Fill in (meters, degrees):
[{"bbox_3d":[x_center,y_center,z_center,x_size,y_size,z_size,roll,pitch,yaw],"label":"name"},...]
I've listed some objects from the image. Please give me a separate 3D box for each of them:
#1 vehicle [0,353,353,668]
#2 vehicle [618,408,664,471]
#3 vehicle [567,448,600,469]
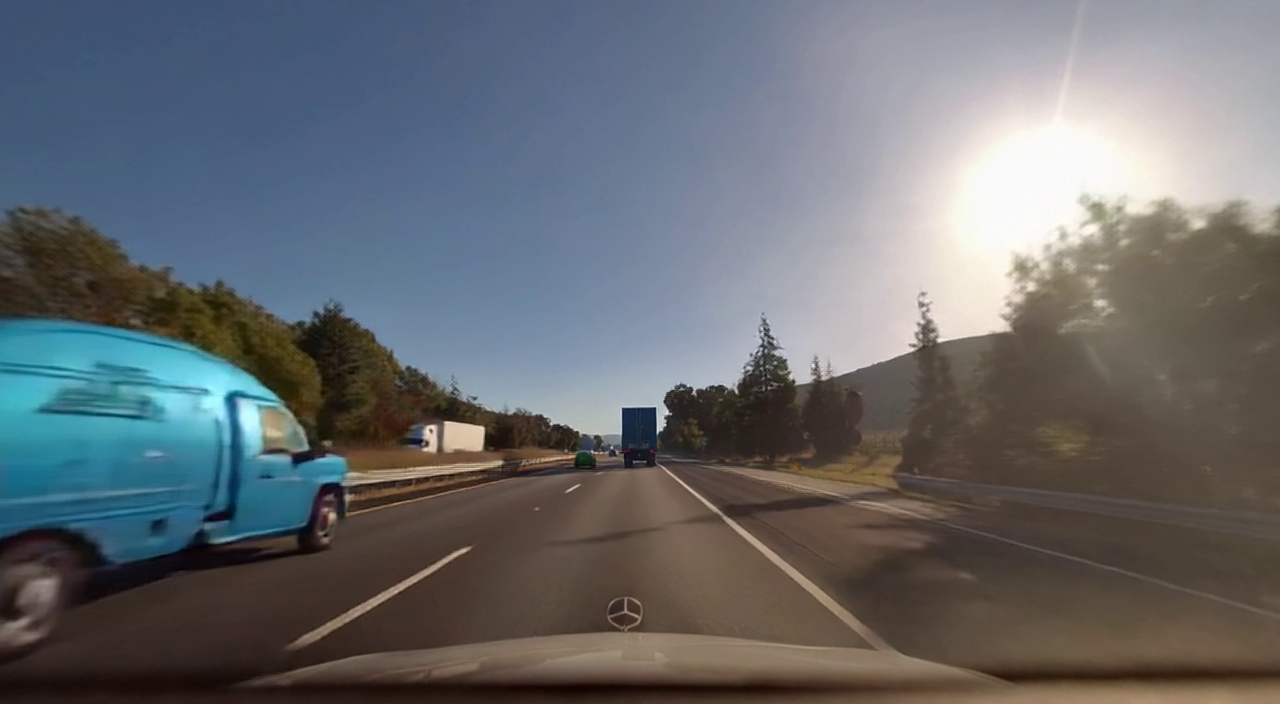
[{"bbox_3d":[-4.767,1.247,5.817,2.042,1.815,4.639,0,-9,0],"label":"vehicle"},{"bbox_3d":[0.135,6.374,45.352,2.899,3.966,10.053,0,-9,1],"label":"vehicle"},{"bbox_3d":[-4.227,8.080,47.992,2.051,1.538,4.569,0,-9,1],"label":"vehicle"}]
